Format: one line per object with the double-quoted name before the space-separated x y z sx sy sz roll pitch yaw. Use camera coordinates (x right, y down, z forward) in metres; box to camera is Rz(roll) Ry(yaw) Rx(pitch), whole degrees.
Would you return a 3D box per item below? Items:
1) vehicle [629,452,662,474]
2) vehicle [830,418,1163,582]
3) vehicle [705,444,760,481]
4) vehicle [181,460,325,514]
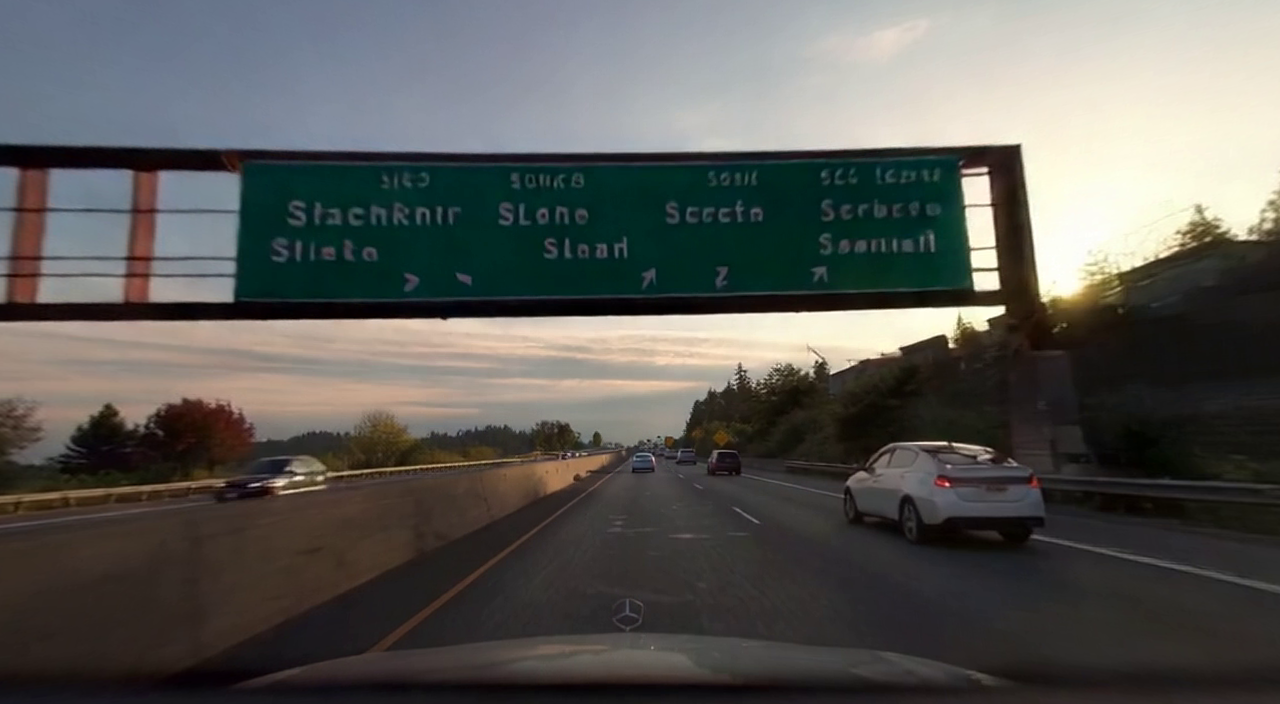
"vehicle" 0.356 7.142 40.772 2.012 1.320 3.777 0 -9 1
"vehicle" 4.290 1.846 8.676 1.969 1.639 4.472 0 -9 0
"vehicle" 4.330 5.230 30.023 1.935 1.594 3.981 0 -9 -1
"vehicle" -12.313 4.293 20.472 1.830 1.463 4.503 0 -9 0
